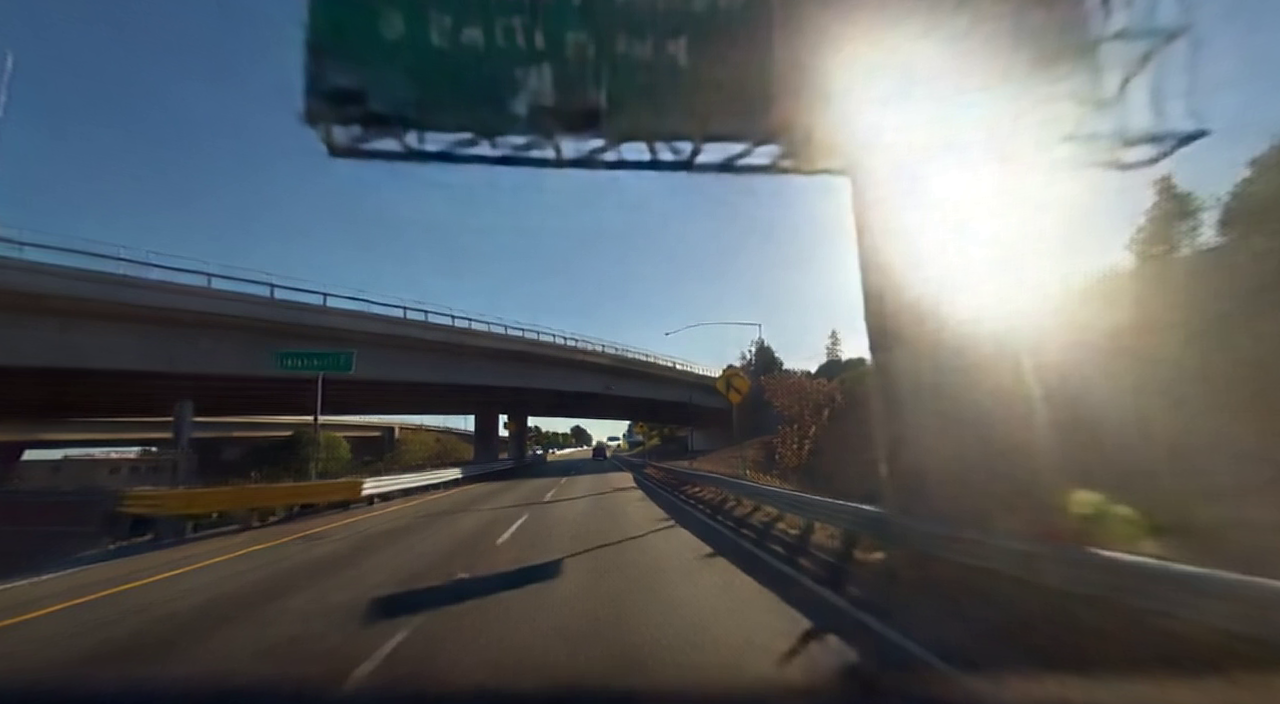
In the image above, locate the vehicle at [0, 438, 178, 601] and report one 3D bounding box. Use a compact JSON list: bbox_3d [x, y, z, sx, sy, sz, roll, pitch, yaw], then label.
[{"bbox_3d":[-6.899,1.814,7.526,2.006,1.486,3.950,6,-11,-36],"label":"vehicle"}]
